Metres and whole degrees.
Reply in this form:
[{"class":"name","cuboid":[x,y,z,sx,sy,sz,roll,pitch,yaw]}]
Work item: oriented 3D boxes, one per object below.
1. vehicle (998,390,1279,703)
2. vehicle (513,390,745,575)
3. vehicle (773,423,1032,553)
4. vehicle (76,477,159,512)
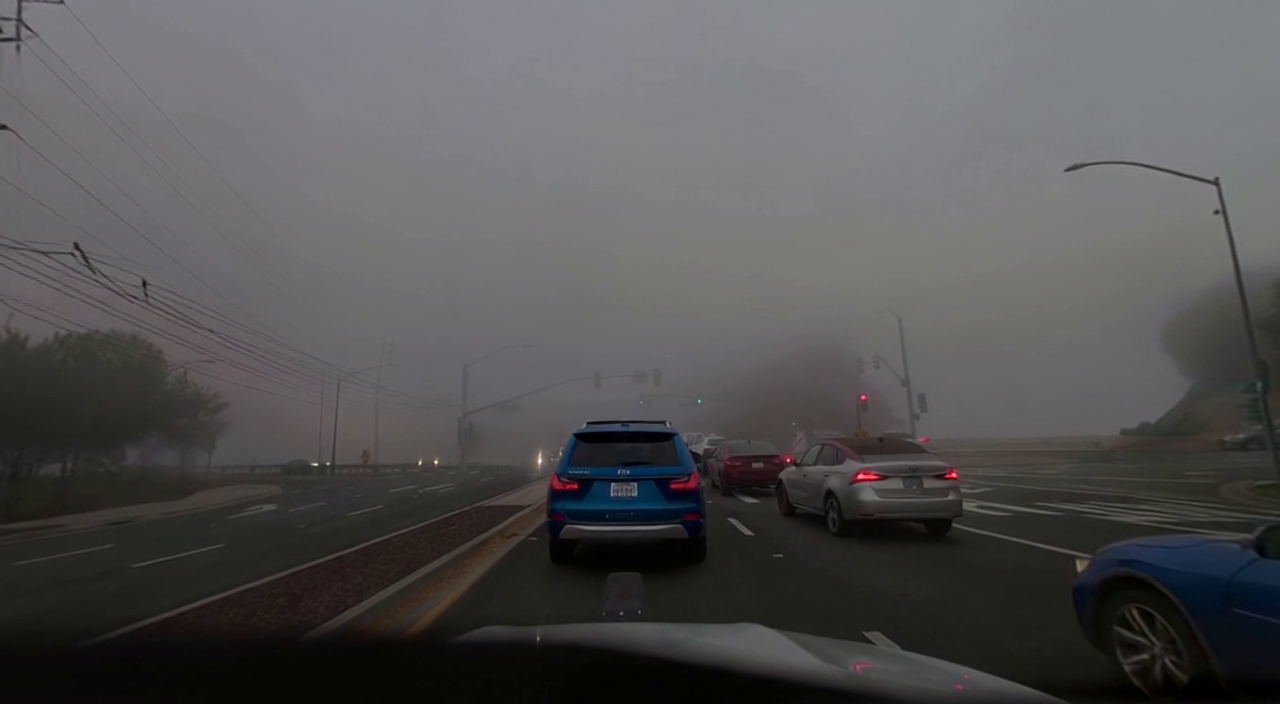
[{"class":"vehicle","cuboid":[3.286,0.787,1.695,1.984,1.462,4.513,0,-9,0]},{"class":"vehicle","cuboid":[-0.140,1.615,8.488,2.300,1.821,4.254,0,-9,-1]},{"class":"vehicle","cuboid":[3.497,1.901,9.535,1.952,1.477,4.417,0,-9,-1]},{"class":"vehicle","cuboid":[-26.488,7.209,32.014,3.826,1.522,1.741,-8,-11,27]}]
